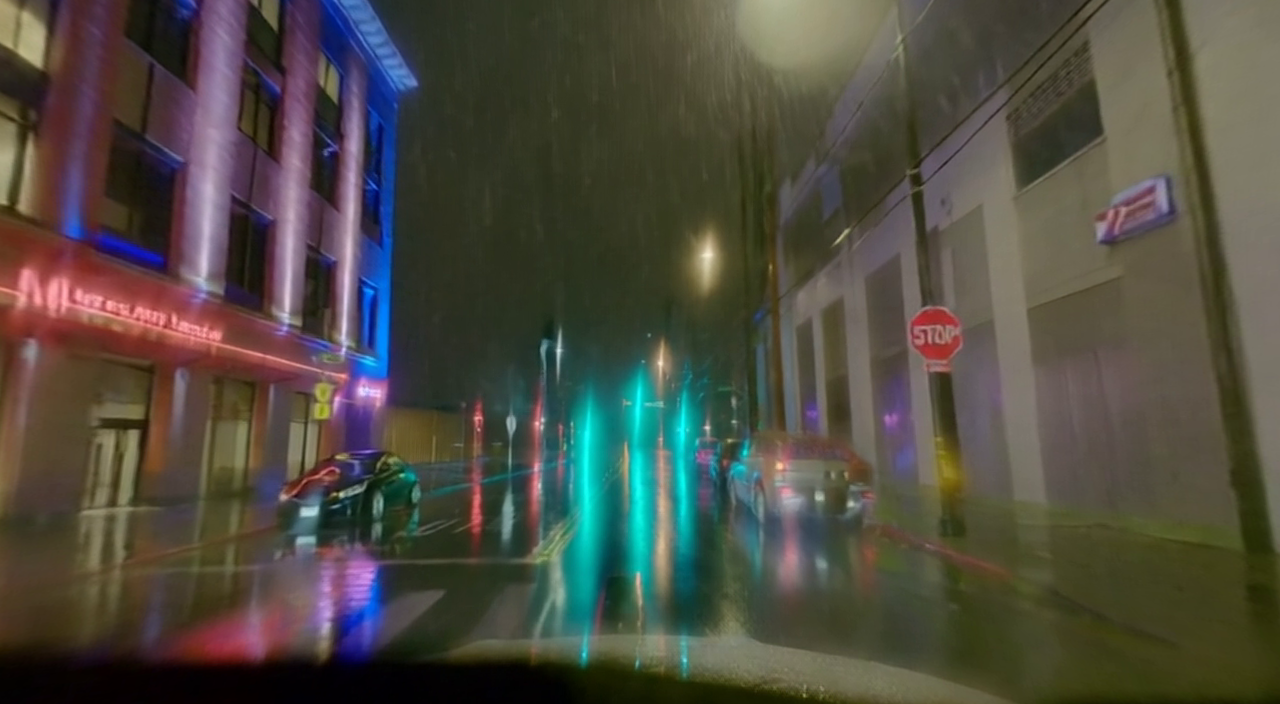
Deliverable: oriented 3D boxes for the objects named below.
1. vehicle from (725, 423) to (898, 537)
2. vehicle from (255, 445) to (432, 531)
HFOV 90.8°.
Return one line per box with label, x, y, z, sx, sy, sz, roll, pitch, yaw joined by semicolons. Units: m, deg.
vehicle;2.853;2.232;11.682;1.917;1.680;4.500;0;-8;0
vehicle;-5.765;2.636;12.877;1.864;1.447;3.887;0;-8;-3
